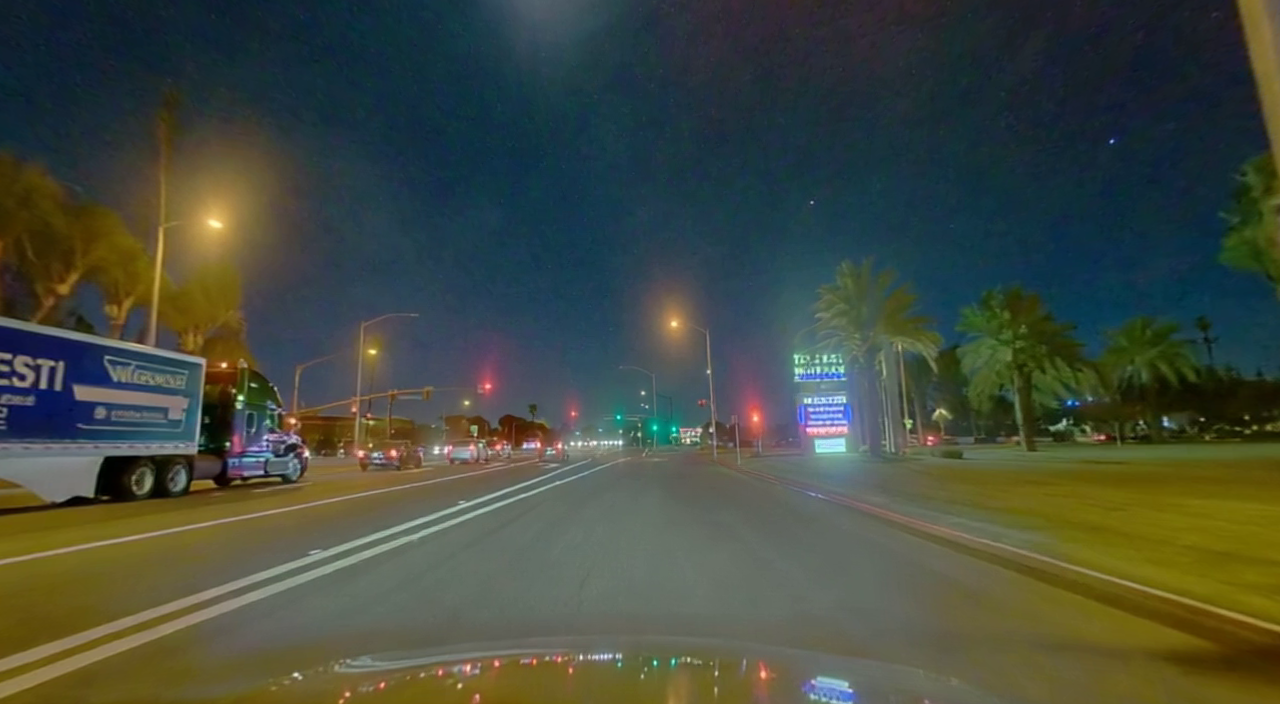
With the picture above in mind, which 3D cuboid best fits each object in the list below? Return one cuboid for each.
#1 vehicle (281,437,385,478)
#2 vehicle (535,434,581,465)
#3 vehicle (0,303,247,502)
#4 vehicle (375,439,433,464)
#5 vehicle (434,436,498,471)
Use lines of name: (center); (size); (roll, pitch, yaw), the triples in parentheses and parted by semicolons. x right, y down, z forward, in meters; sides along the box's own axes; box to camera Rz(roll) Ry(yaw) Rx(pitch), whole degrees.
vehicle: (-11.896, 4.125, 24.702); (1.900, 1.462, 4.225); (0, -9, 1)
vehicle: (-4.947, 5.962, 38.541); (2.114, 1.784, 4.450); (0, -9, 1)
vehicle: (-15.066, 1.063, 13.253); (2.961, 4.167, 16.429); (0, -8, 0)
vehicle: (-14.959, 6.339, 40.014); (1.916, 1.481, 4.430); (0, -9, 1)
vehicle: (-8.525, 5.009, 31.169); (1.977, 1.584, 3.983); (0, -9, 1)
